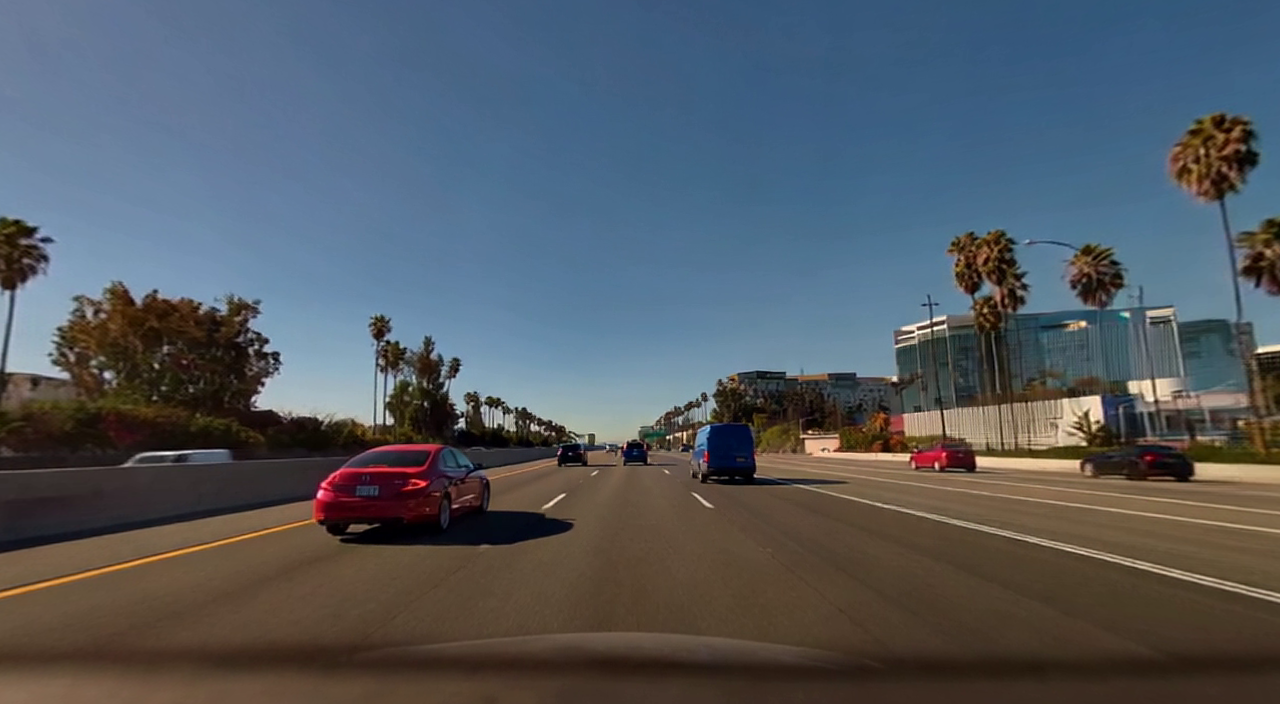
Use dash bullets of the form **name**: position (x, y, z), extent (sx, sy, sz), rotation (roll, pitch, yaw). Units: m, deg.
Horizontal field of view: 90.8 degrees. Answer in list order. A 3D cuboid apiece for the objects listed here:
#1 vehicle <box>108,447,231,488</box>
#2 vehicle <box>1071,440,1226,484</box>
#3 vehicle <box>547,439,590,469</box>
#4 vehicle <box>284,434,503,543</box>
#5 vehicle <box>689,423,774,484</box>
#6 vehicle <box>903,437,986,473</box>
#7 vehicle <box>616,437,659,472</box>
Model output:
- **vehicle**: position (-20.897, 5.126, 28.345), extent (1.990, 1.679, 4.512), rotation (0, -9, 0)
- **vehicle**: position (18.868, 4.098, 23.825), extent (2.020, 1.483, 4.779), rotation (0, -9, 2)
- **vehicle**: position (-4.438, 6.408, 39.883), extent (2.109, 1.793, 4.613), rotation (0, -9, 0)
- **vehicle**: position (-3.853, 2.205, 10.872), extent (1.991, 1.469, 4.381), rotation (0, -9, 0)
- **vehicle**: position (3.381, 3.926, 24.669), extent (2.250, 2.074, 5.723), rotation (0, -9, -2)
- **vehicle**: position (15.749, 5.357, 33.010), extent (2.010, 1.721, 4.871), rotation (0, -9, 2)
- **vehicle**: position (-0.145, 5.602, 34.679), extent (2.212, 1.786, 4.198), rotation (0, -9, -1)
